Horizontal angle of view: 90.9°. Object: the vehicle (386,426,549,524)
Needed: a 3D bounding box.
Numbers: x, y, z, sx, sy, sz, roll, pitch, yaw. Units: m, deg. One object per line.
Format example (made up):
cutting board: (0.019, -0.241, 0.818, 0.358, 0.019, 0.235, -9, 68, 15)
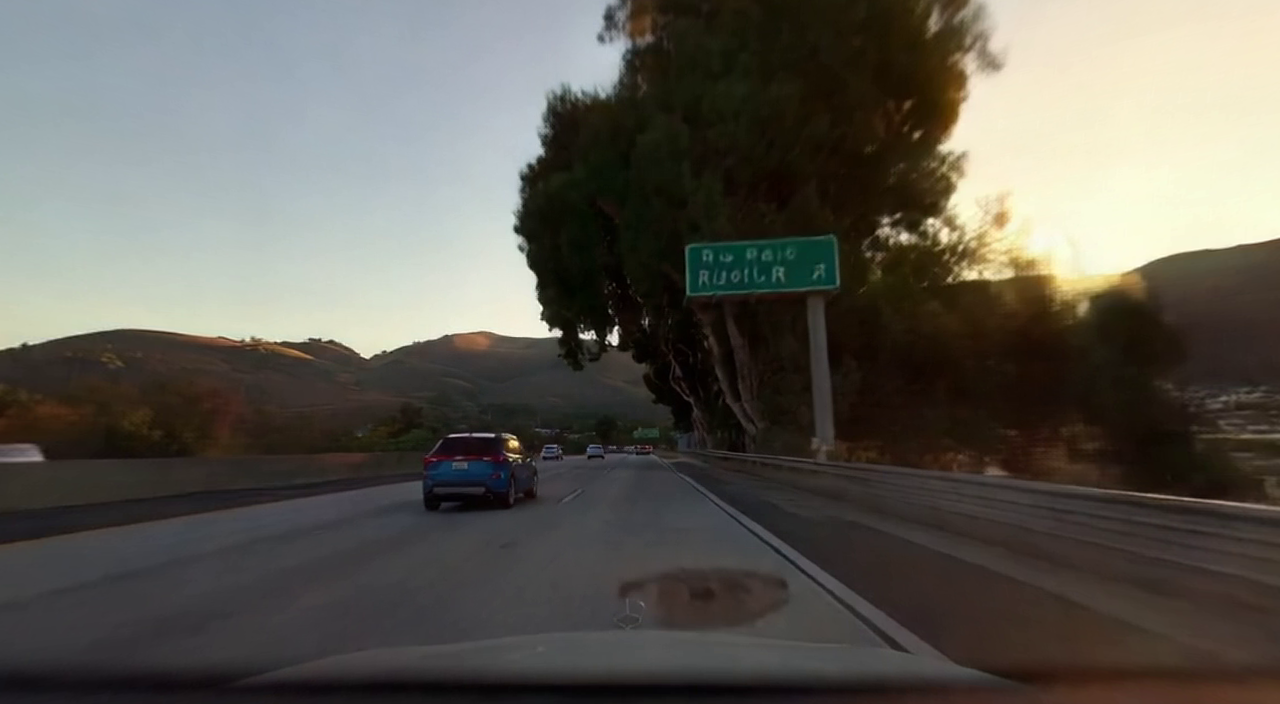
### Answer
vehicle: (-3.382, 2.501, 13.422, 2.138, 1.718, 4.415, 0, -8, 1)
